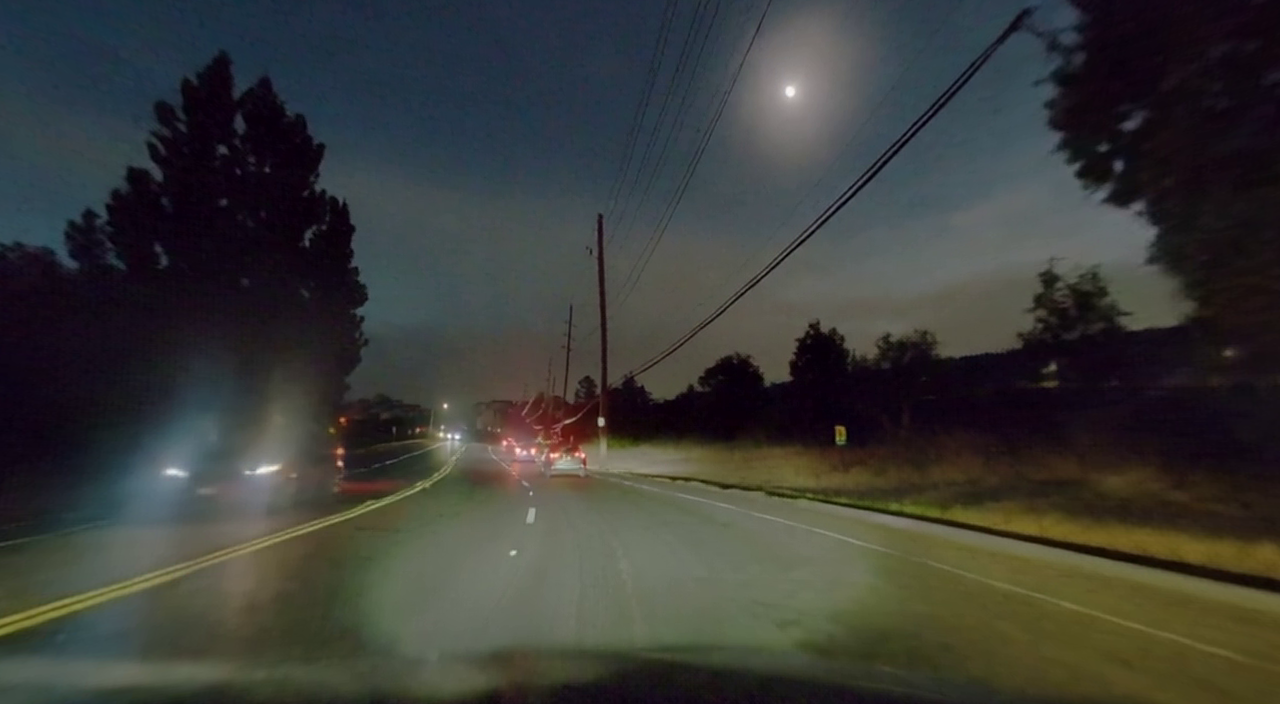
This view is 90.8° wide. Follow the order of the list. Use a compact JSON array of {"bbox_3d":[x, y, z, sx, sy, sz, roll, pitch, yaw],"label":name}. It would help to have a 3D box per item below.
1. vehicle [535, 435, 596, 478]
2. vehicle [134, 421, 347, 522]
[{"bbox_3d":[-3.523,4.767,29.026,2.140,1.767,4.720,2,-9,-14],"label":"vehicle"},{"bbox_3d":[-7.883,2.296,13.087,1.967,1.688,4.286,0,-6,-6],"label":"vehicle"}]
